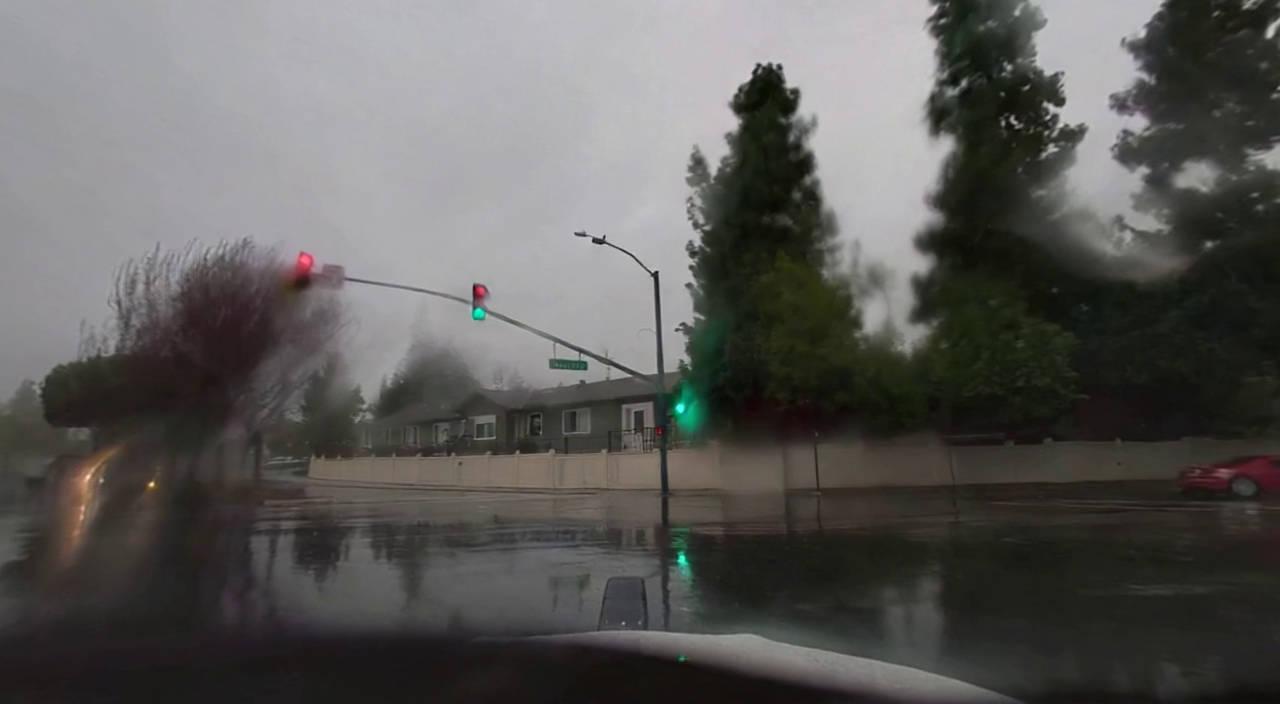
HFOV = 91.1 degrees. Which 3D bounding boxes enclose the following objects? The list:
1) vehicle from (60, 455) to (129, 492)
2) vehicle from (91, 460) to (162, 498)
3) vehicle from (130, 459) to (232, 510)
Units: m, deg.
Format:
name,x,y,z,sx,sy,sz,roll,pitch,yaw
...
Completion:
name,x,y,z,sx,sy,sz,roll,pitch,yaw
vehicle,-30.422,6.714,34.939,4.857,1.809,2.196,-8,-11,42
vehicle,-23.602,5.761,28.796,4.286,1.476,1.888,-8,-11,43
vehicle,-16.231,4.566,22.088,4.652,1.464,1.912,-8,-11,42
